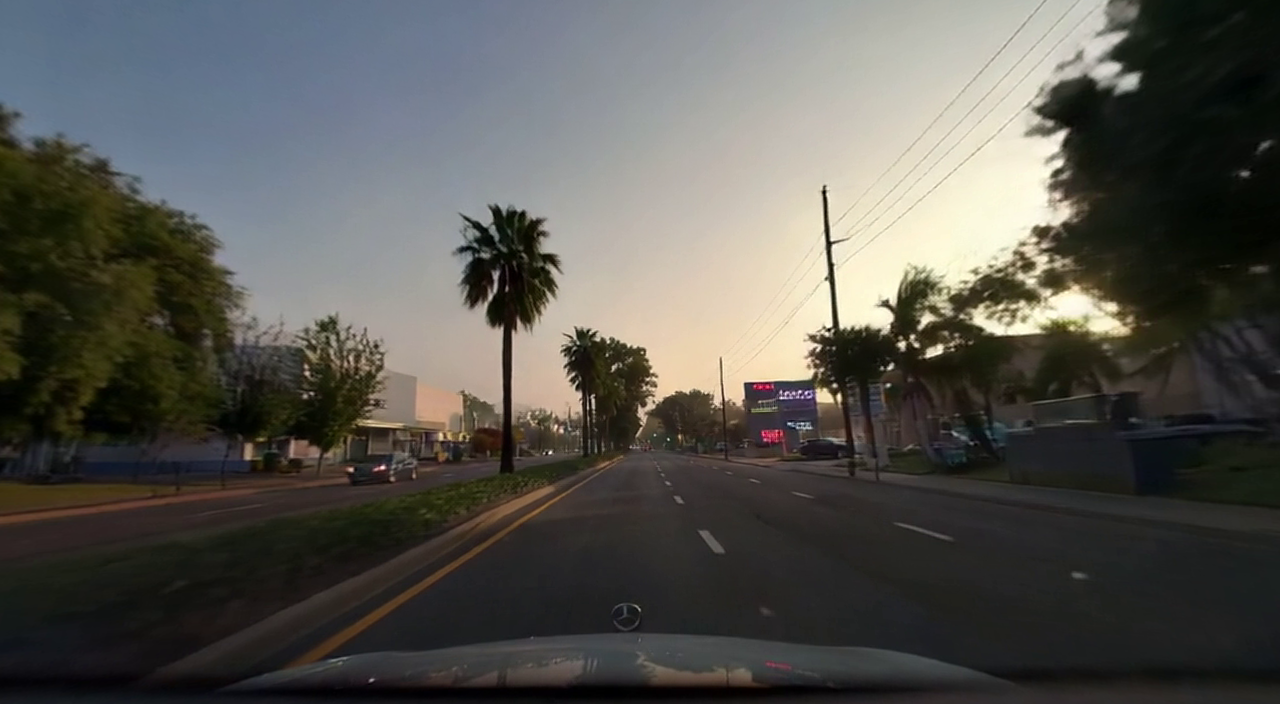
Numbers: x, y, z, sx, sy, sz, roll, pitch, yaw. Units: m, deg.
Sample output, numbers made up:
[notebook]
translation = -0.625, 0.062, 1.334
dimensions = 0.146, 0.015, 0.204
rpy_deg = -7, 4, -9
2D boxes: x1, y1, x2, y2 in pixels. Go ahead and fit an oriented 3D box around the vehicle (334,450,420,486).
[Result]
[vehicle]
translation = -12.091, 5.336, 29.429
dimensions = 2.015, 1.484, 4.651
rpy_deg = 0, -8, 0
